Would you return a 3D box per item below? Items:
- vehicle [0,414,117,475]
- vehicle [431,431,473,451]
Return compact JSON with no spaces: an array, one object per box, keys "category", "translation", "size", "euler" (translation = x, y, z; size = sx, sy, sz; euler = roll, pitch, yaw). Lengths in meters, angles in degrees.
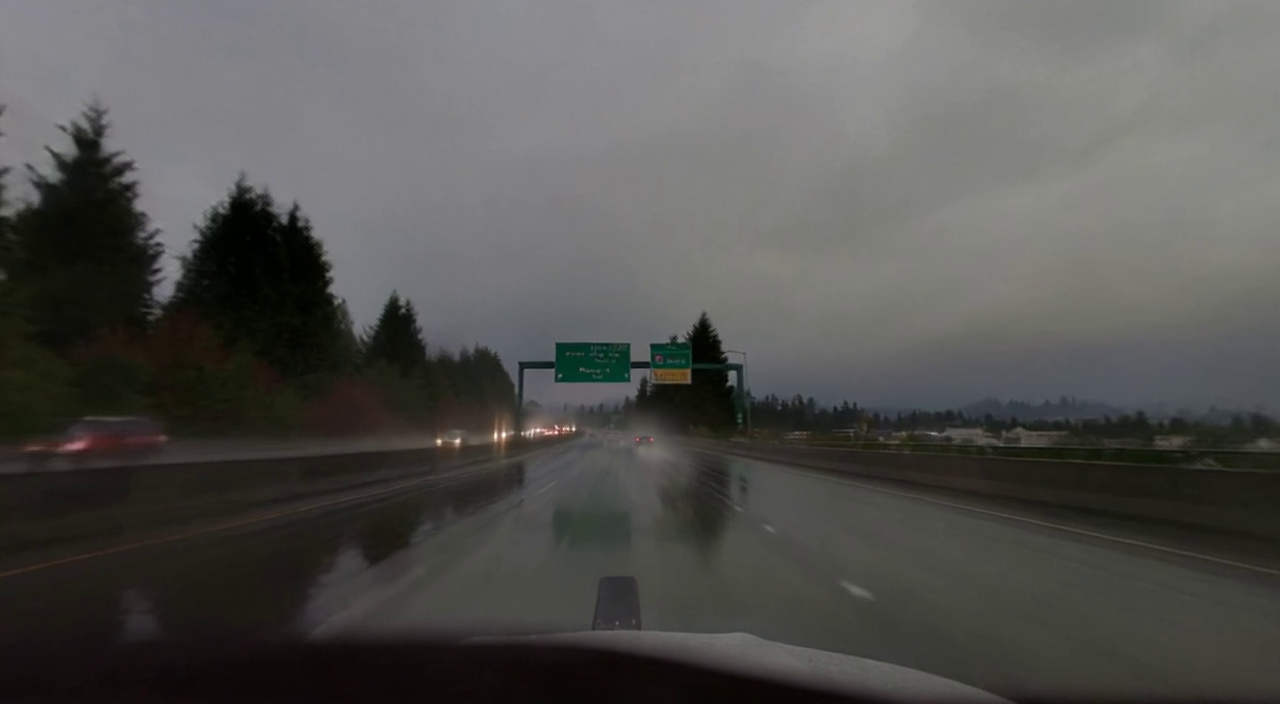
[{"category":"vehicle","translation":[-17.370,2.578,17.607],"size":[1.916,1.544,4.149],"euler":[0,-8,0]},{"category":"vehicle","translation":[-14.749,7.006,49.645],"size":[1.916,1.461,4.780],"euler":[0,-8,-2]}]
